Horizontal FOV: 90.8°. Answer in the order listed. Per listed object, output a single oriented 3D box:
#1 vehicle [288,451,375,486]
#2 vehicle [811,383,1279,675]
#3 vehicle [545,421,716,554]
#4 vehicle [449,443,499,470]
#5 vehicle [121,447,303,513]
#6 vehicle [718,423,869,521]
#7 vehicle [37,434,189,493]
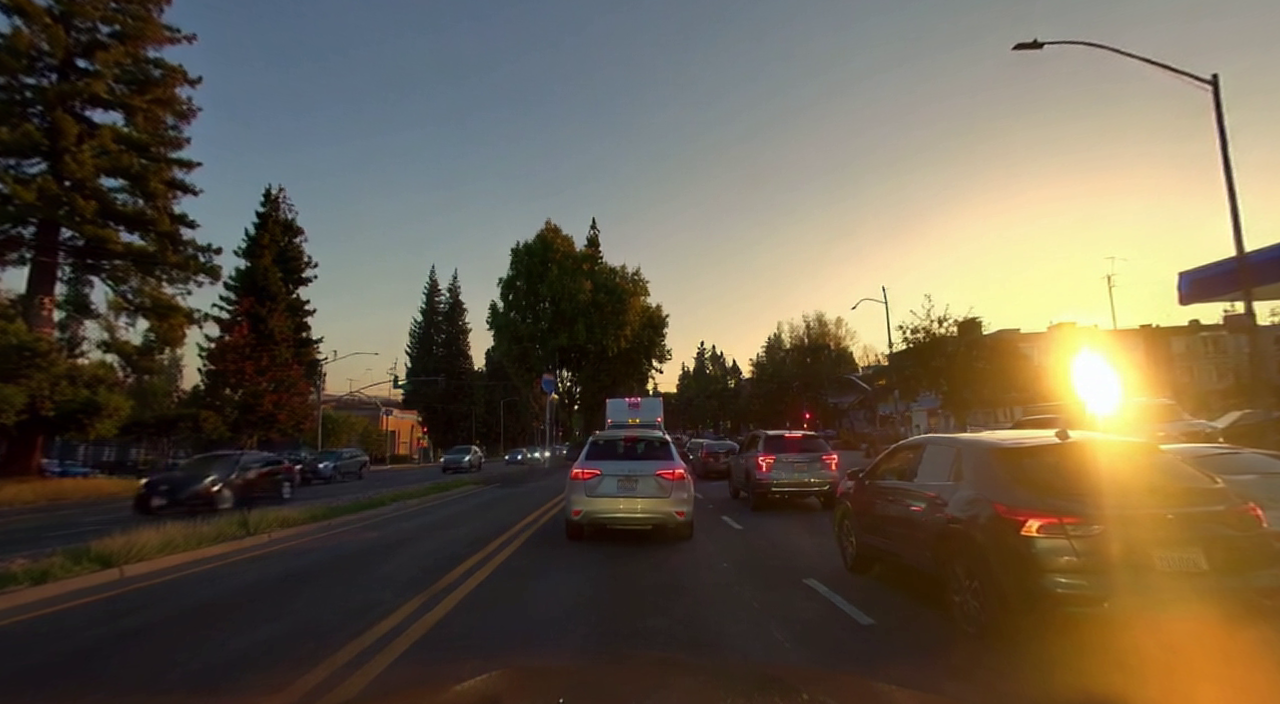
[{"bbox_3d":[-14.497,5.453,30.006,1.883,1.479,4.471,0,-9,-1],"label":"vehicle"},{"bbox_3d":[3.361,1.364,6.010,2.056,1.700,4.399,0,-9,-3],"label":"vehicle"},{"bbox_3d":[-0.167,1.953,9.739,2.106,1.613,3.697,0,-9,-1],"label":"vehicle"},{"bbox_3d":[-11.117,7.014,42.685,2.055,1.663,4.637,0,-9,0],"label":"vehicle"},{"bbox_3d":[-11.347,3.371,17.207,1.955,1.546,4.232,0,-9,0],"label":"vehicle"},{"bbox_3d":[2.918,2.391,13.059,1.995,1.677,4.106,0,-9,-1],"label":"vehicle"},{"bbox_3d":[-26.955,5.707,32.747,2.571,2.711,6.027,0,-9,0],"label":"vehicle"}]
